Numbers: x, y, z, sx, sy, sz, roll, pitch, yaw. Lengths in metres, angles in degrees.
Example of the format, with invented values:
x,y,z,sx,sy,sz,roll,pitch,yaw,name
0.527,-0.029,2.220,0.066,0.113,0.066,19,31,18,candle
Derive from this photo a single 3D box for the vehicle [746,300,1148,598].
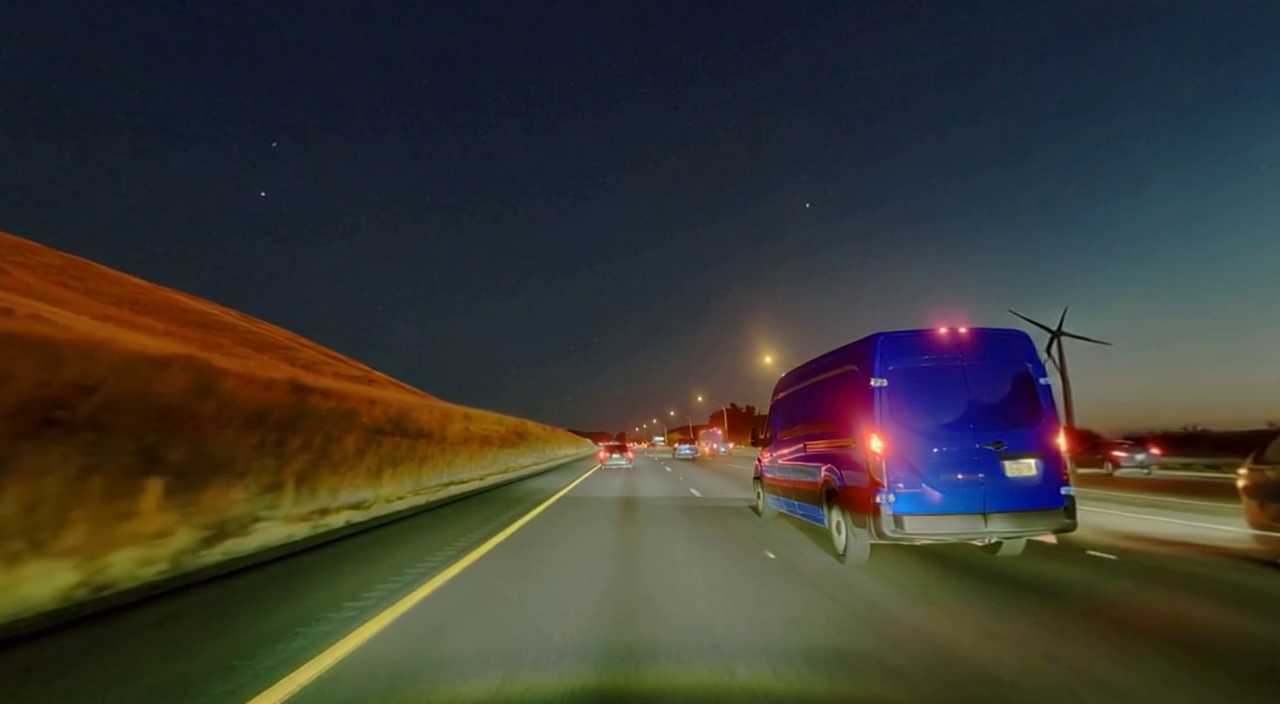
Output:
x,y,z,sx,sy,sz,roll,pitch,yaw,name
3.176,1.246,8.509,2.365,2.630,5.754,0,-8,-1,vehicle

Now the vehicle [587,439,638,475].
x,y,z,sx,sy,sz,roll,pitch,yaw,name
-1.142,4.537,27.449,2.082,1.445,3.826,0,-8,-1,vehicle

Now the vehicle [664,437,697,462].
x,y,z,sx,sy,sz,roll,pitch,yaw,name
2.958,7.207,46.833,2.108,1.717,3.996,0,-8,-2,vehicle
